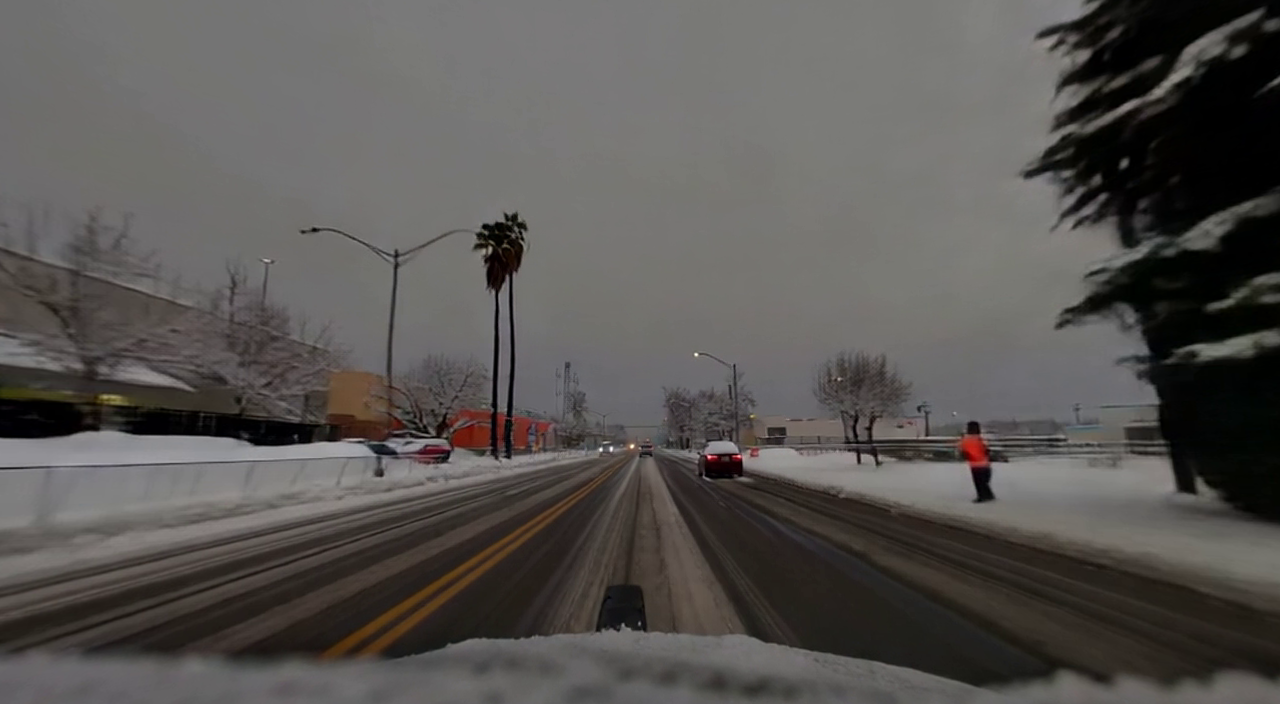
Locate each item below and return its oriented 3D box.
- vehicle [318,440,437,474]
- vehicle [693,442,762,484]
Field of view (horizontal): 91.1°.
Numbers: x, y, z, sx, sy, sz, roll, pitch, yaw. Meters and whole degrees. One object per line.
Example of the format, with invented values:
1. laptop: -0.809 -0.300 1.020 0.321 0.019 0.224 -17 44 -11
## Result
1. vehicle: -17.964 7.203 43.301 6.969 2.132 2.716 8 -12 -44
2. vehicle: 3.466 4.494 25.758 2.148 1.562 4.642 0 -8 0
